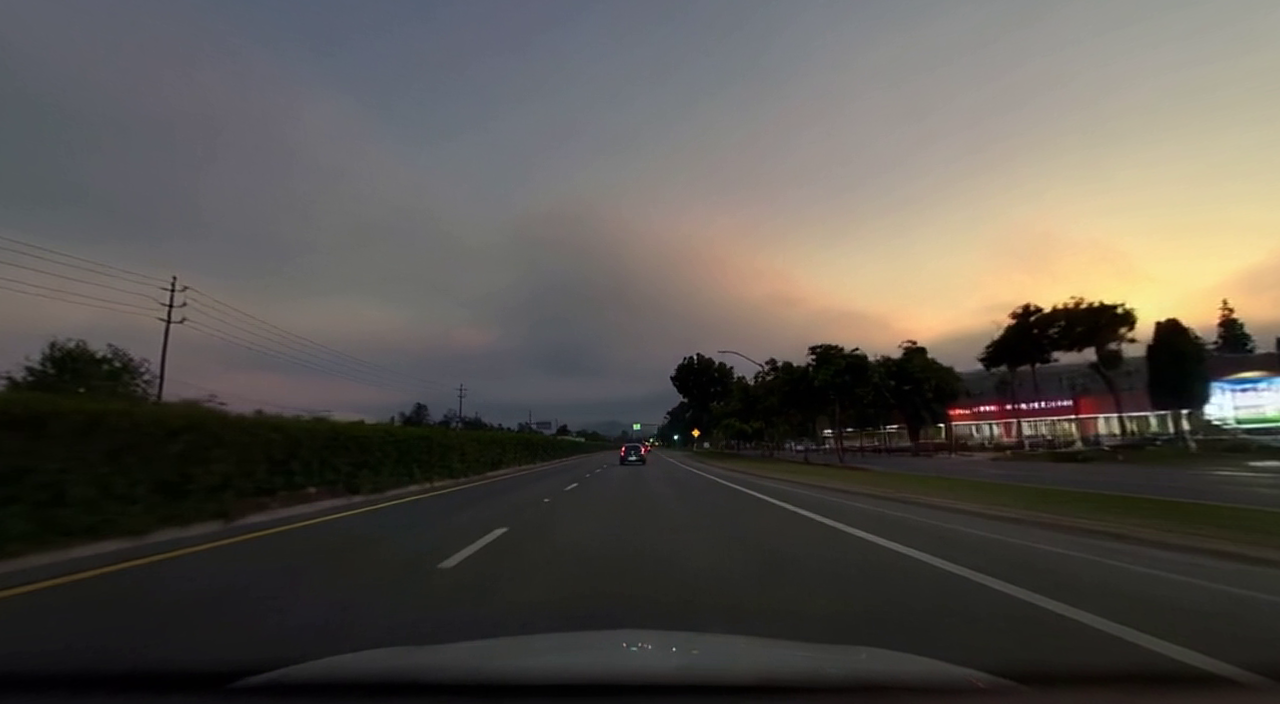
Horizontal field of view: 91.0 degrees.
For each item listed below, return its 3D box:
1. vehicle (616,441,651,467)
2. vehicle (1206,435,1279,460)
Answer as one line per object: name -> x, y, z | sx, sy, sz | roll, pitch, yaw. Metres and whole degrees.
vehicle -> -0.430, 6.511, 40.246 | 2.110, 1.555, 4.431 | 0, -9, 0
vehicle -> 39.775, 6.223, 40.998 | 3.996, 1.517, 1.846 | 1, -9, -2
